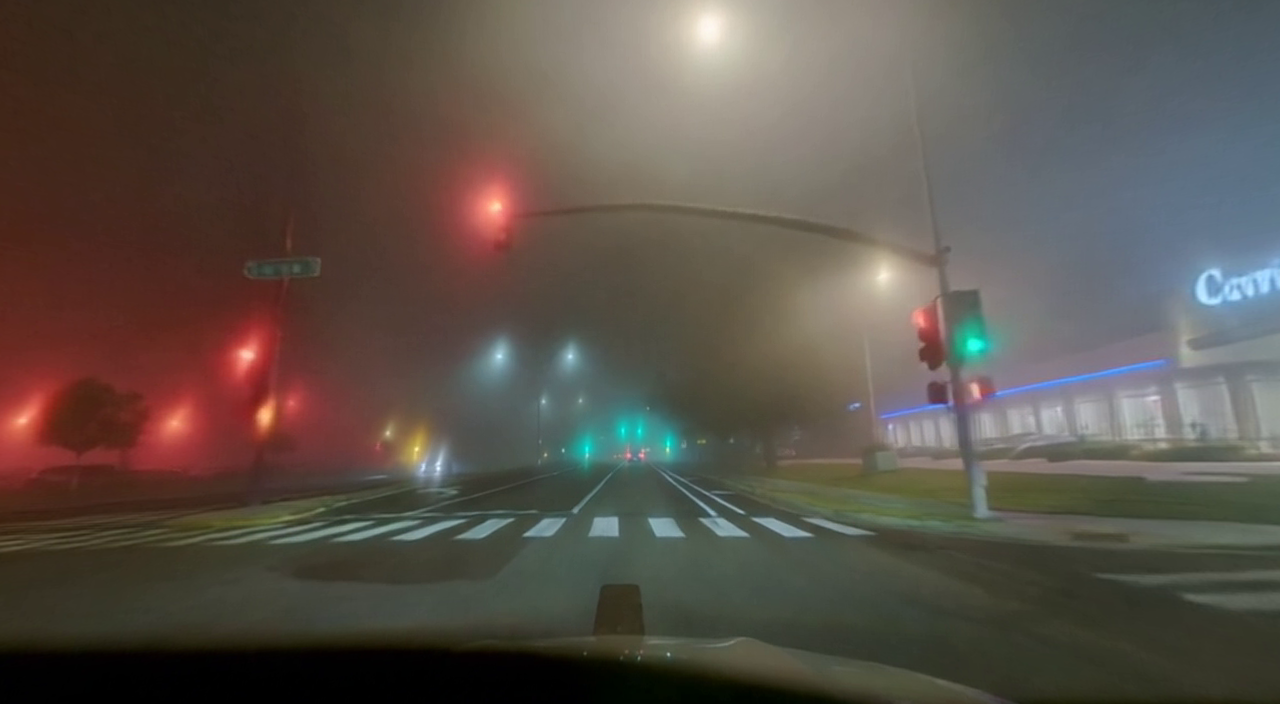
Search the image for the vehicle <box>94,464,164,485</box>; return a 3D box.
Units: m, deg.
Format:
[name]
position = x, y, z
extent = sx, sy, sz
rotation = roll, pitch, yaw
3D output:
[vehicle]
position = -37.055, 8.888, 45.859
extent = 3.470, 1.401, 1.748
rotation = 0, -8, -2
